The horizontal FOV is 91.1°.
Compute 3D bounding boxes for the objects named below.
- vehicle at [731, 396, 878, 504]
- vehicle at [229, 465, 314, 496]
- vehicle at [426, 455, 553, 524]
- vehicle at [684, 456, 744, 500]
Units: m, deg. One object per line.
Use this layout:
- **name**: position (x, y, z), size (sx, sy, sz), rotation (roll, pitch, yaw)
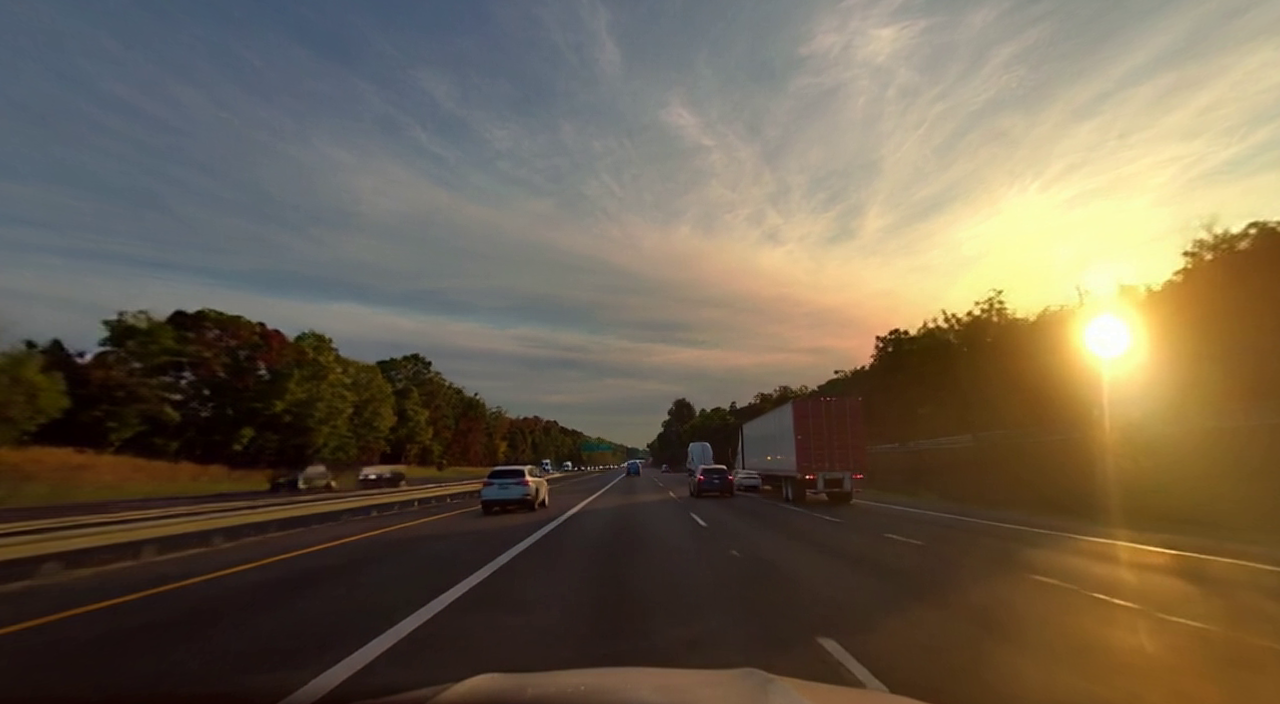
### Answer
- **vehicle**: position (7.567, 5.325, 32.898), size (2.861, 4.086, 17.499), rotation (1, -10, -1)
- **vehicle**: position (-18.684, 6.521, 32.101), size (1.820, 1.466, 4.099), rotation (1, -10, 0)
- **vehicle**: position (-3.728, 3.531, 16.556), size (2.065, 1.485, 4.682), rotation (1, -10, 1)
- **vehicle**: position (3.186, 5.561, 27.936), size (2.050, 1.708, 4.457), rotation (1, -10, -1)
